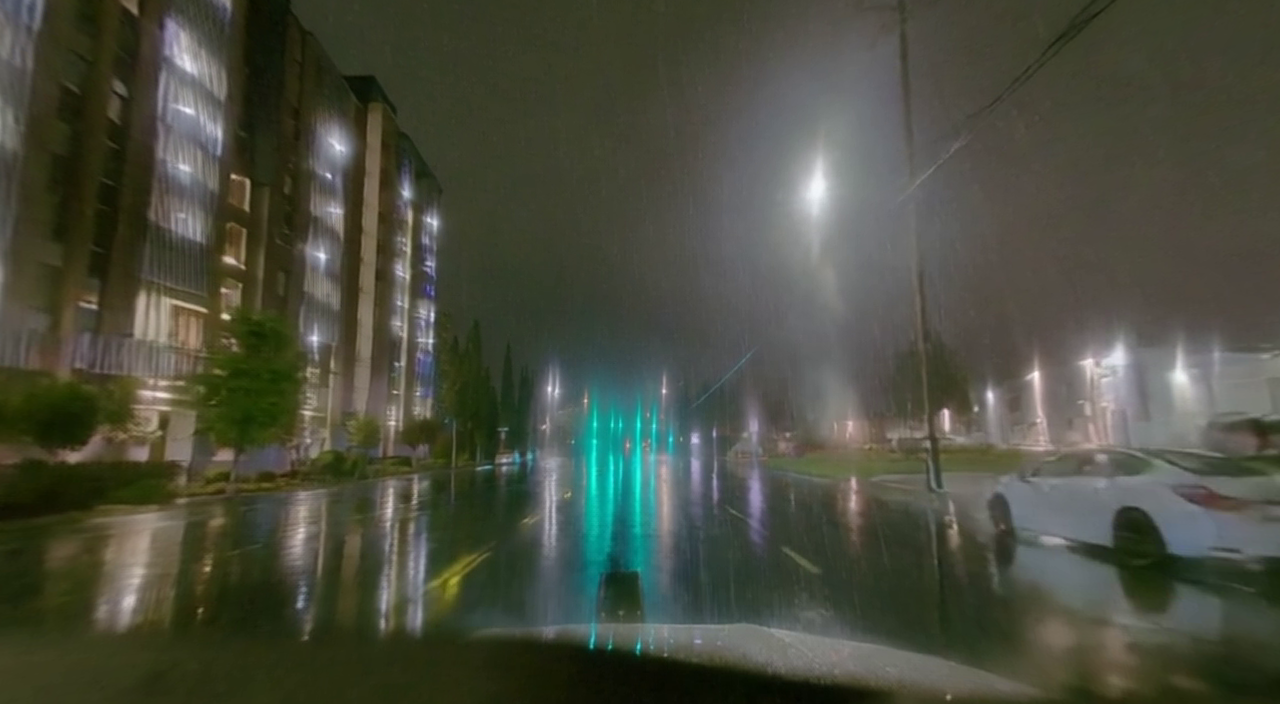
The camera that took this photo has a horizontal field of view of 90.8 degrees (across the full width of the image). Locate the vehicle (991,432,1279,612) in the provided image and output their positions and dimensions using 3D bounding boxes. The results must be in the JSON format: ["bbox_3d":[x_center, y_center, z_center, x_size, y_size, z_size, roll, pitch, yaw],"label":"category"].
[{"bbox_3d":[6.356,1.709,7.164,1.948,1.526,4.518,0,-8,-3],"label":"vehicle"}]
